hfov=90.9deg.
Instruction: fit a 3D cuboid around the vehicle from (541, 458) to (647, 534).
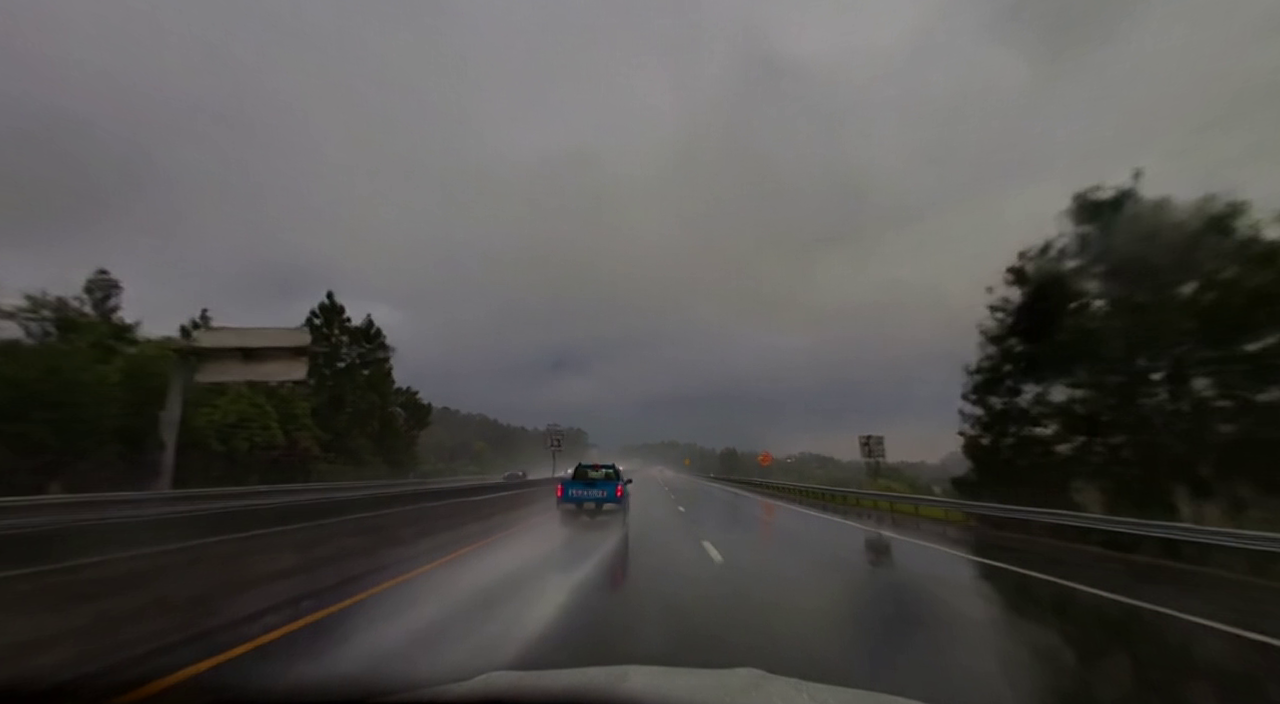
[{"bbox_3d":[-0.920,3.446,15.631,2.135,1.506,5.041,1,-10,1],"label":"vehicle"}]
